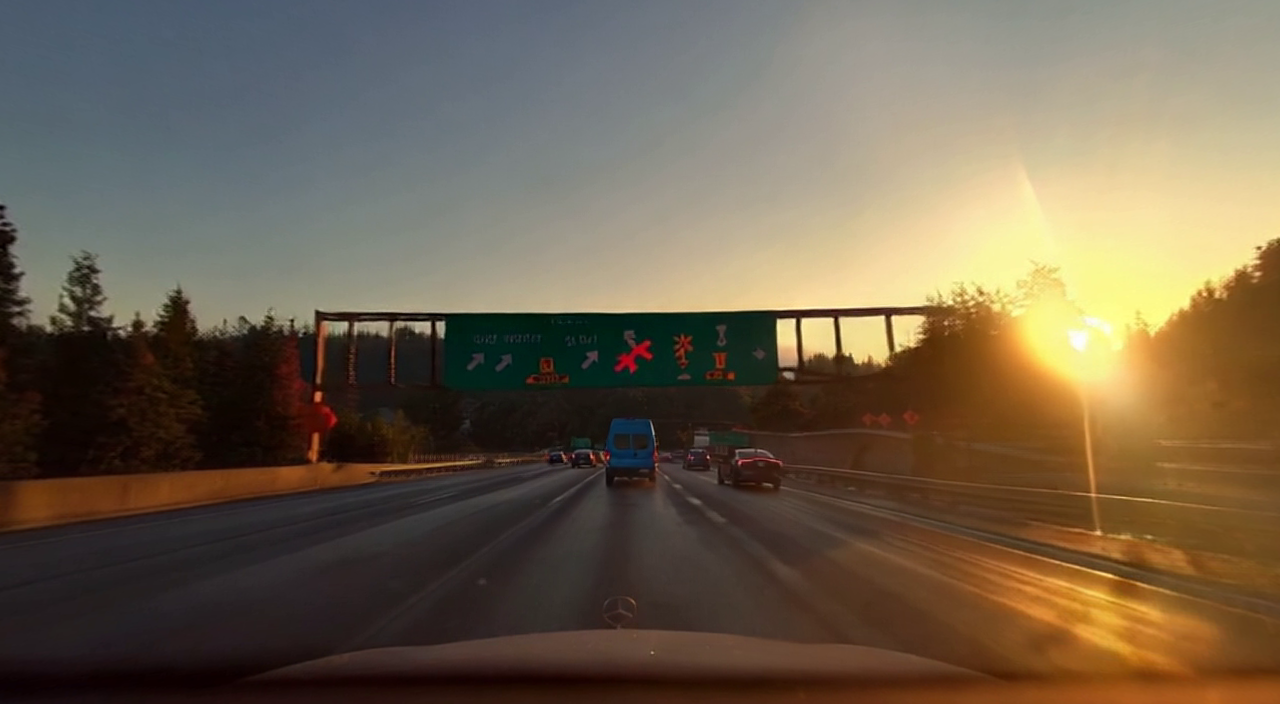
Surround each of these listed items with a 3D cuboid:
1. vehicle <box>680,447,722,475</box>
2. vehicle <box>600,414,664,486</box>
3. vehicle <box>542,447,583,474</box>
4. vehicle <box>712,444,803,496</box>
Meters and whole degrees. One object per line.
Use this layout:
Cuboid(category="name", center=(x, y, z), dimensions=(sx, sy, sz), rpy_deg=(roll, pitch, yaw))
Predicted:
Cuboid(category="vehicle", center=(3.449, 6.206, 35.952), dimensions=(1.978, 1.510, 4.462), rpy_deg=(0, -9, 0))
Cuboid(category="vehicle", center=(-0.330, 3.924, 25.177), dimensions=(2.268, 2.551, 5.144), rpy_deg=(0, -9, -1))
Cuboid(category="vehicle", center=(-4.692, 6.648, 38.550), dimensions=(2.003, 1.498, 4.386), rpy_deg=(0, -9, 0))
Cuboid(category="vehicle", center=(3.702, 3.821, 20.695), dimensions=(2.015, 1.491, 4.732), rpy_deg=(0, -9, -1))
